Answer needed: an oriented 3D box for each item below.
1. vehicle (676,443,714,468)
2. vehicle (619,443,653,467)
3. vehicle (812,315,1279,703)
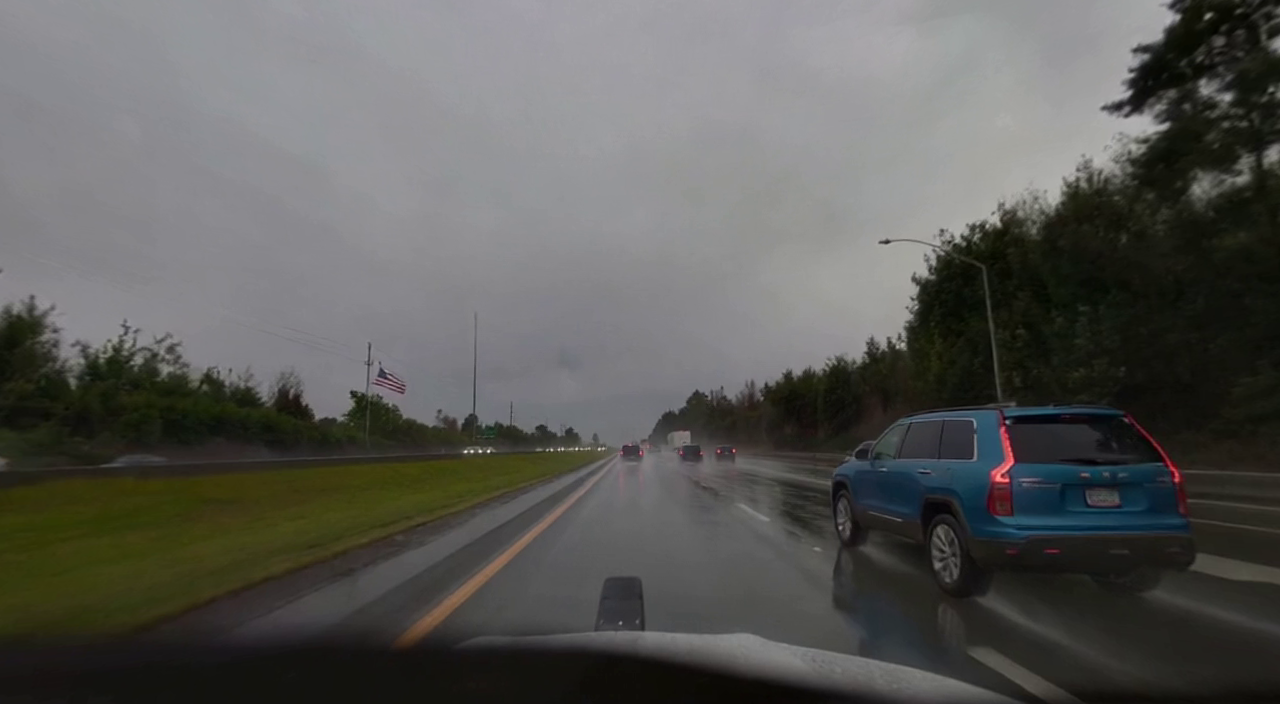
[{"bbox_3d":[3.535,6.726,41.341,1.978,1.488,4.252,0,-8,-1],"label":"vehicle"},{"bbox_3d":[-0.275,6.622,40.794,2.085,1.449,3.860,0,-8,0],"label":"vehicle"},{"bbox_3d":[3.849,1.231,6.357,2.461,2.013,6.075,0,-8,-1],"label":"vehicle"}]
